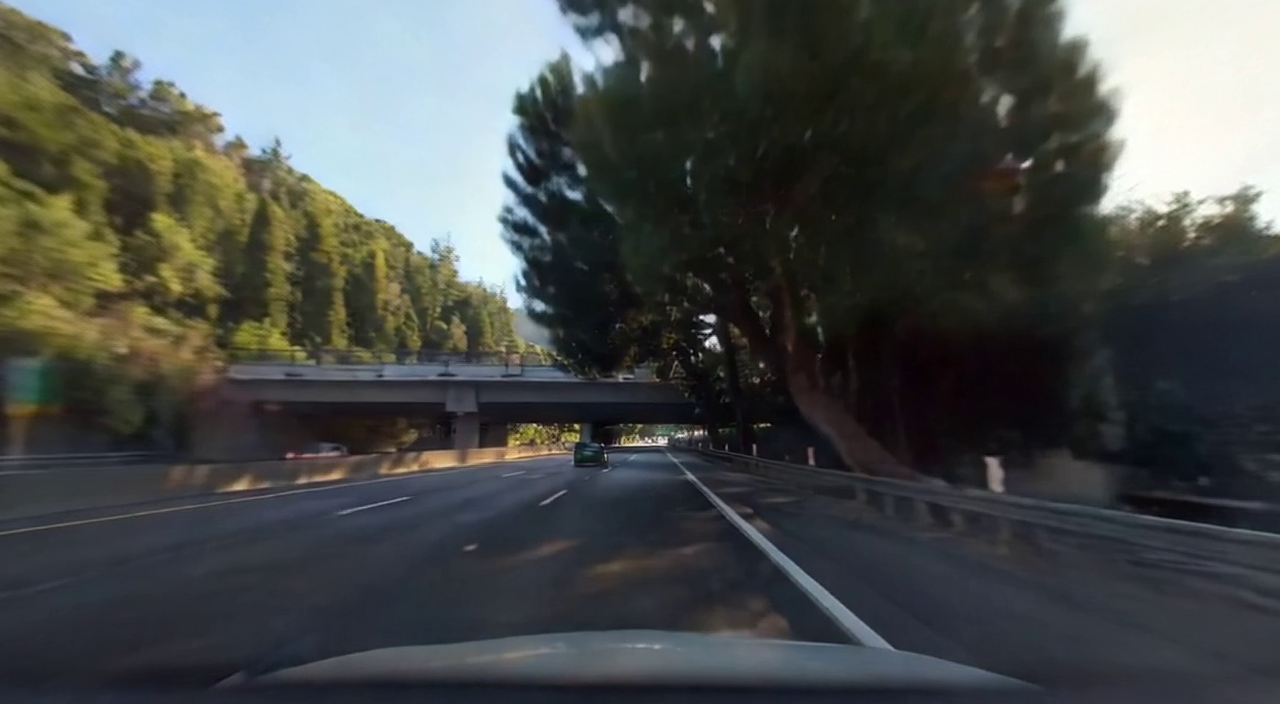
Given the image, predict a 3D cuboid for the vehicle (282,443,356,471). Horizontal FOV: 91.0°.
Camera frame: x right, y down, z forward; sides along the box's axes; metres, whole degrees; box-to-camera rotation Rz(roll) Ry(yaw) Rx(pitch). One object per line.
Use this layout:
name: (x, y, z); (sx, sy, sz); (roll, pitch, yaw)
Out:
vehicle: (-18.593, 6.084, 36.670); (1.916, 1.496, 4.271); (0, -8, 2)

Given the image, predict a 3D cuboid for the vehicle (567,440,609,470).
vehicle: (-2.905, 5.882, 36.147); (2.015, 1.561, 4.469); (0, -8, 0)
